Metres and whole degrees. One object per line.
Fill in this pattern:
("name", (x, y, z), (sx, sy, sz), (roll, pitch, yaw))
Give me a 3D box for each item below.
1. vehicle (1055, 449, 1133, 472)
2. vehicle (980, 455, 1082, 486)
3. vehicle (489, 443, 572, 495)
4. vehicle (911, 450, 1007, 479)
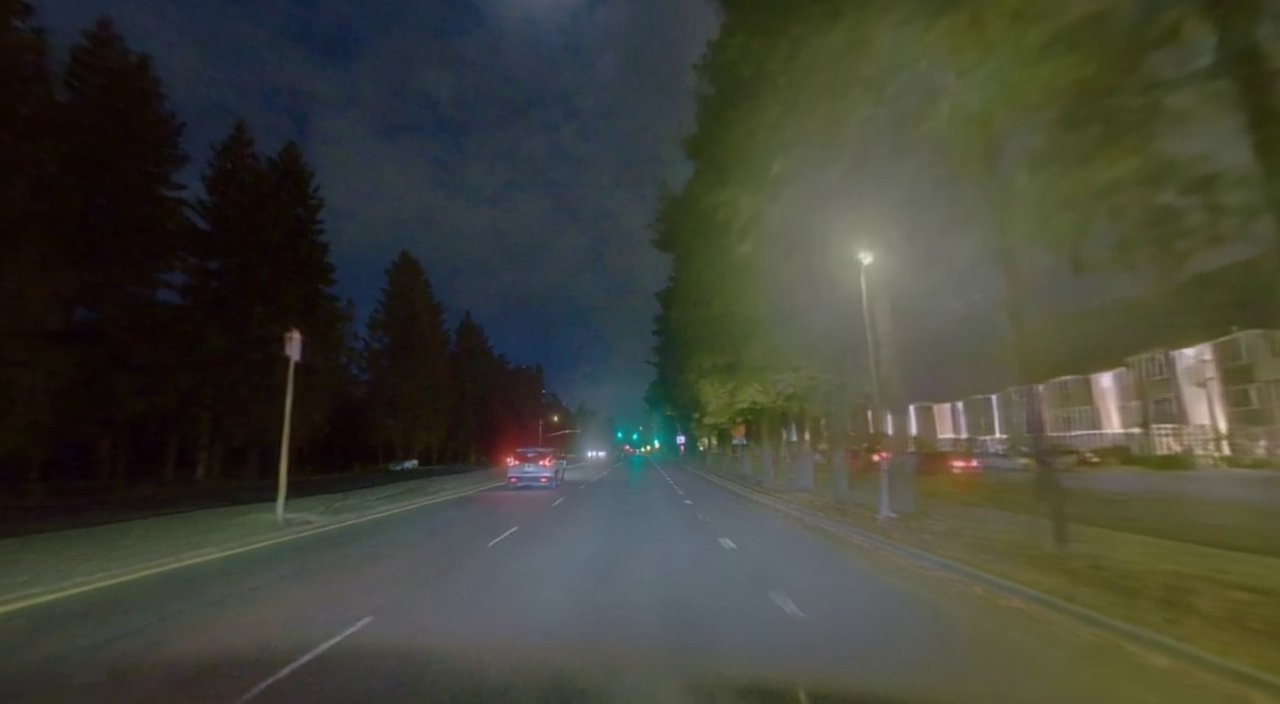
("vehicle", (30.853, 7.360, 42.931), (4.170, 1.438, 1.948), (2, -9, -14))
("vehicle", (19.363, 5.859, 31.376), (3.870, 1.459, 1.869), (1, -9, -6))
("vehicle", (-3.556, 3.871, 21.265), (2.030, 1.550, 3.925), (0, -9, 1))
("vehicle", (18.399, 6.501, 36.552), (4.520, 1.557, 2.056), (1, -9, -7))
